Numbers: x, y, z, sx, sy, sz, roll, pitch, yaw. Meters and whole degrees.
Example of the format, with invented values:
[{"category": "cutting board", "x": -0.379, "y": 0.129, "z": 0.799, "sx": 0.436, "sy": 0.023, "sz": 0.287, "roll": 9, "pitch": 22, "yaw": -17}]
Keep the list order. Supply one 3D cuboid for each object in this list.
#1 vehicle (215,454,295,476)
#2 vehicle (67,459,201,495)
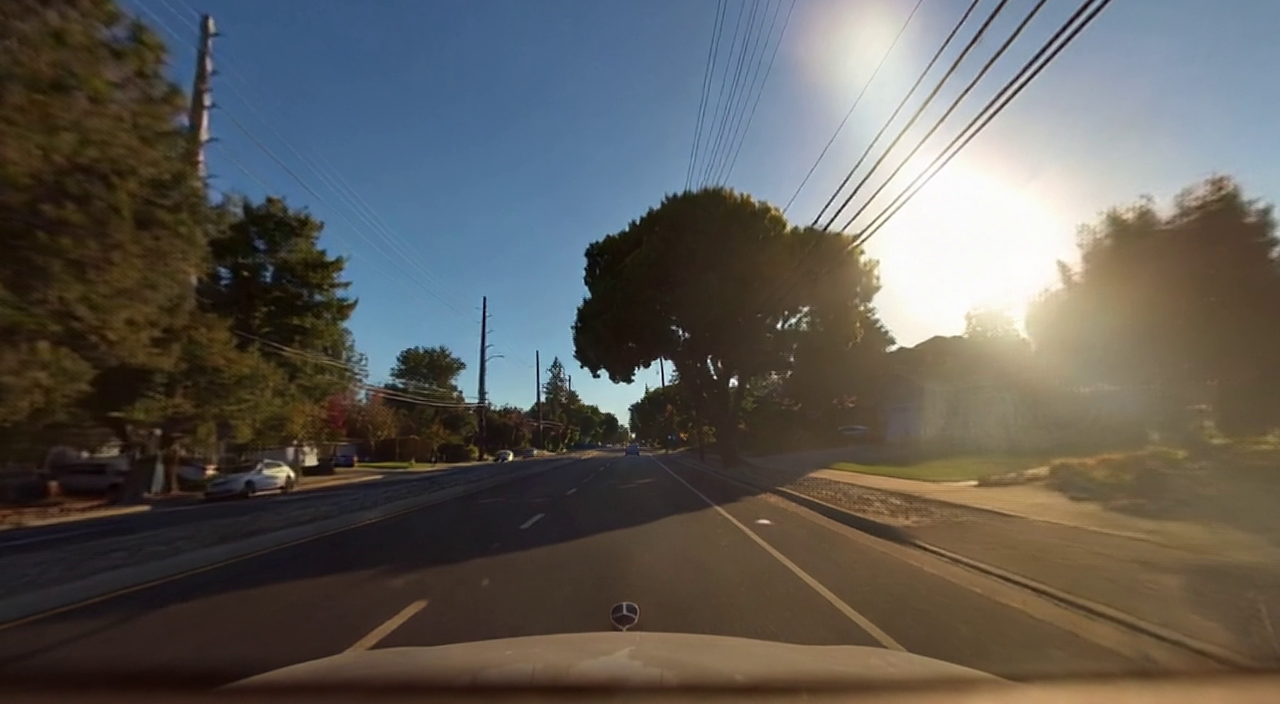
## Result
[{"category": "vehicle", "x": -28.612, "y": 8.389, "z": 47.058, "sx": 4.599, "sy": 1.533, "sz": 2.029, "roll": 0, "pitch": -8, "yaw": 2}, {"category": "vehicle", "x": -22.386, "y": 5.521, "z": 28.089, "sx": 4.243, "sy": 1.455, "sz": 2.005, "roll": 0, "pitch": -9, "yaw": 1}]
